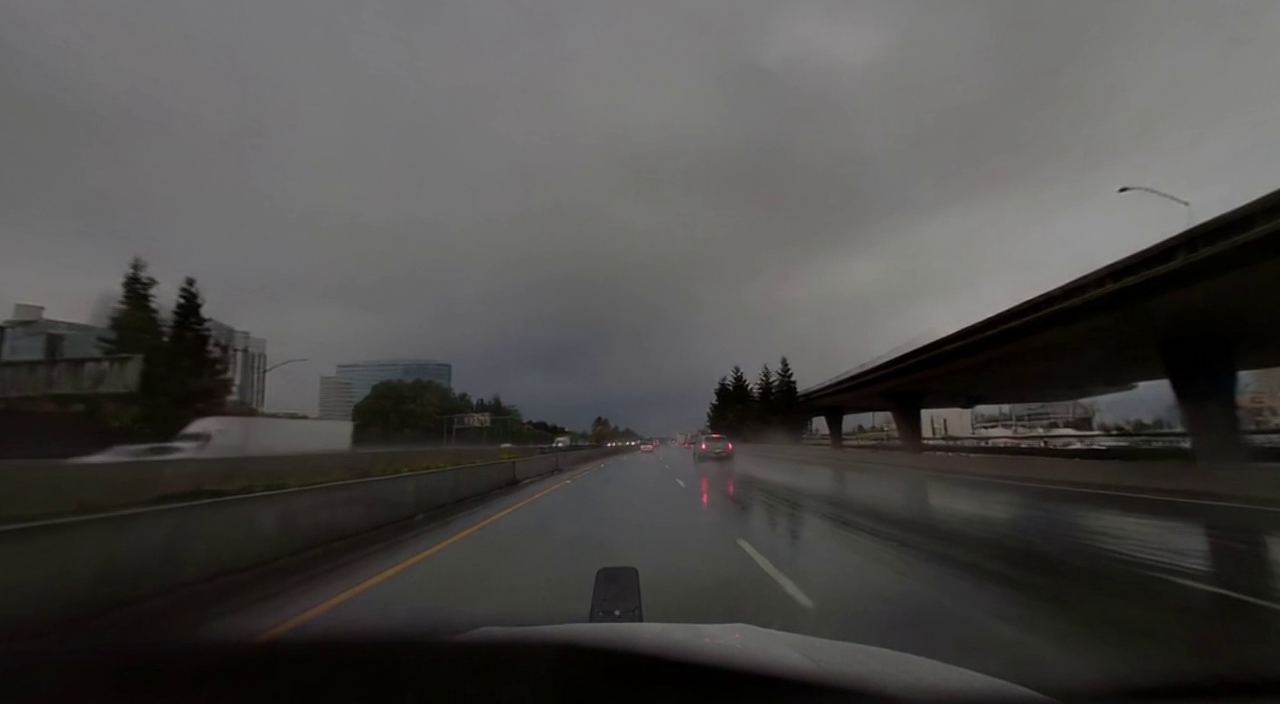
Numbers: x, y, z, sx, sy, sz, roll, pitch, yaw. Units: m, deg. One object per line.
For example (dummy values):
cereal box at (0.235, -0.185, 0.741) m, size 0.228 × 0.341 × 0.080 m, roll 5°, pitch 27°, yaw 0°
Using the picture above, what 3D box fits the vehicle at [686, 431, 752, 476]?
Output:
vehicle at (3.346, 4.436, 27.801) m, size 2.226 × 1.779 × 4.835 m, roll 0°, pitch -9°, yaw -1°

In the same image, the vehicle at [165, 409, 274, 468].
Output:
vehicle at (-30.250, 6.289, 45.857) m, size 3.000 × 3.923 × 6.648 m, roll -1°, pitch -9°, yaw 2°

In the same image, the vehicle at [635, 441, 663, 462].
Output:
vehicle at (0.706, 7.574, 48.080) m, size 2.046 × 1.475 × 3.784 m, roll 0°, pitch -9°, yaw 1°
